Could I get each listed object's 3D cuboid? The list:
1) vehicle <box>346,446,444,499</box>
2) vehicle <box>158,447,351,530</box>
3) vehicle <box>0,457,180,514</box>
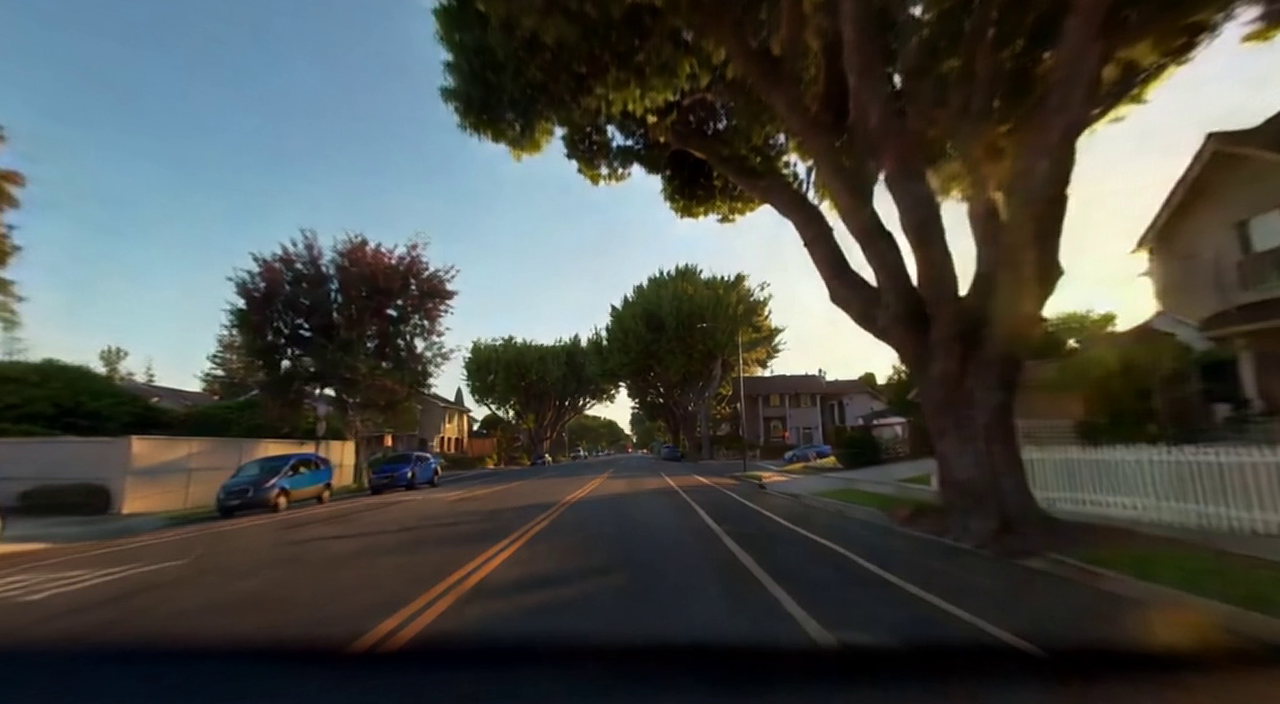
[{"bbox_3d":[-11.113,5.443,29.195,2.241,1.944,5.709,-4,-8,0],"label":"vehicle"},{"bbox_3d":[-11.100,3.909,18.899,2.341,1.835,5.570,-3,-7,0],"label":"vehicle"},{"bbox_3d":[-17.523,4.216,20.166,4.208,1.658,1.800,0,-9,0],"label":"vehicle"}]
